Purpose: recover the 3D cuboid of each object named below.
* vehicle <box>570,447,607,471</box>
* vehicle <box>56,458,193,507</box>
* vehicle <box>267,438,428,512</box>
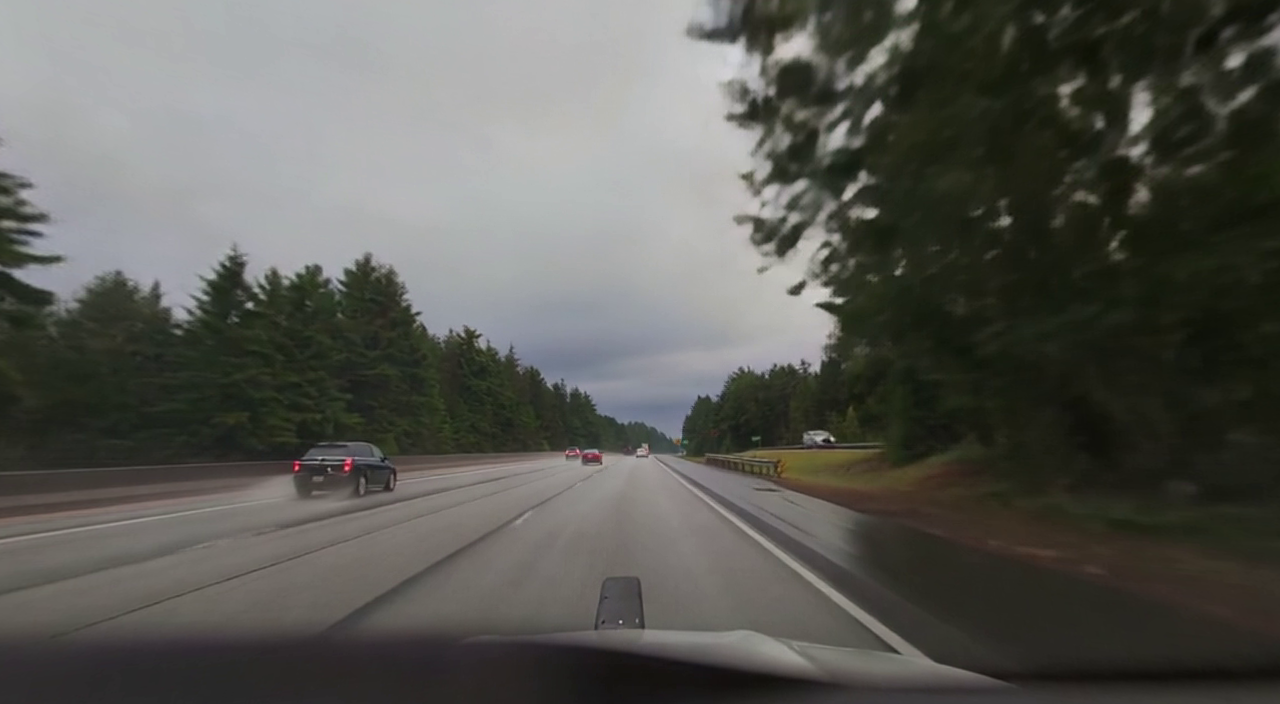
[{"bbox_3d":[-3.549,7.506,44.277,2.104,1.558,4.639,0,-9,1],"label":"vehicle"},{"bbox_3d":[-36.250,9.126,44.815,2.859,2.937,8.071,0,-9,0],"label":"vehicle"},{"bbox_3d":[-7.171,3.031,16.014,2.007,1.616,4.141,0,-9,1],"label":"vehicle"}]
